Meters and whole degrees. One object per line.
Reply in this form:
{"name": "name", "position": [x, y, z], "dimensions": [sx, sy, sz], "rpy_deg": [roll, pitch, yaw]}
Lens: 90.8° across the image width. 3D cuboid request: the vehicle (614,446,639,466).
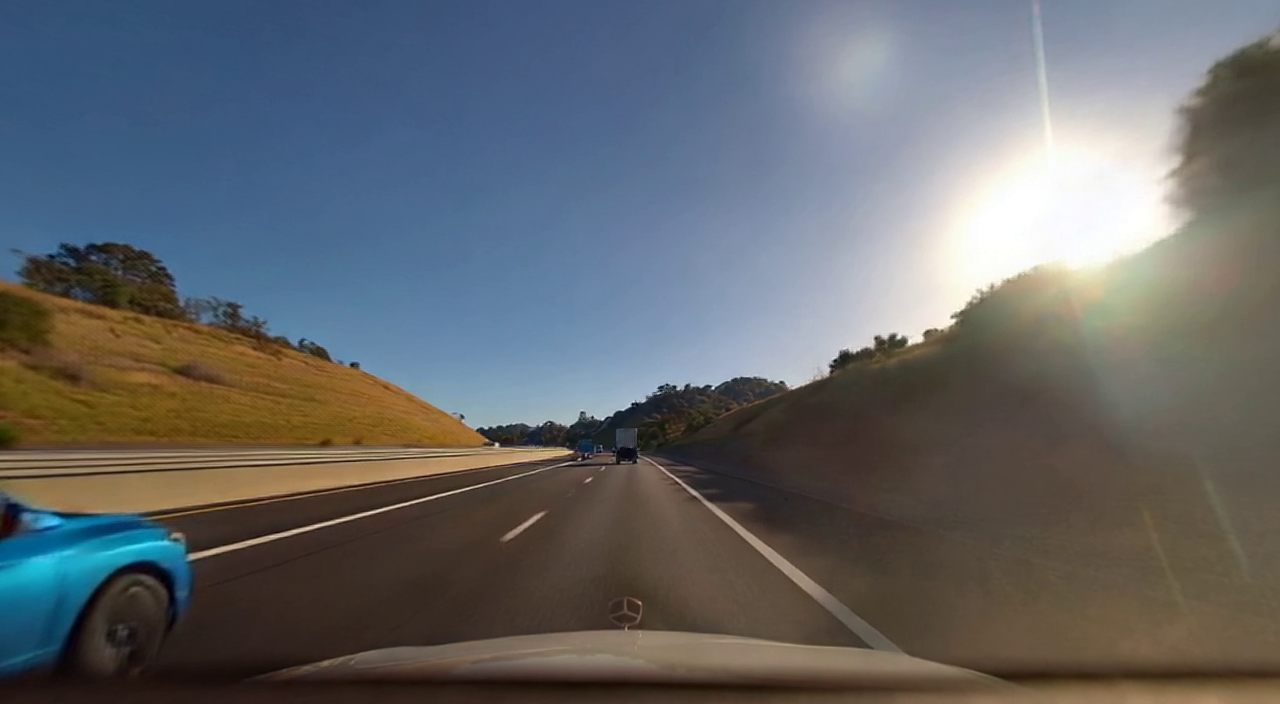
{"name": "vehicle", "position": [-1.046, 8.134, 49.348], "dimensions": [1.891, 1.456, 3.806], "rpy_deg": [0, -9, 0]}
